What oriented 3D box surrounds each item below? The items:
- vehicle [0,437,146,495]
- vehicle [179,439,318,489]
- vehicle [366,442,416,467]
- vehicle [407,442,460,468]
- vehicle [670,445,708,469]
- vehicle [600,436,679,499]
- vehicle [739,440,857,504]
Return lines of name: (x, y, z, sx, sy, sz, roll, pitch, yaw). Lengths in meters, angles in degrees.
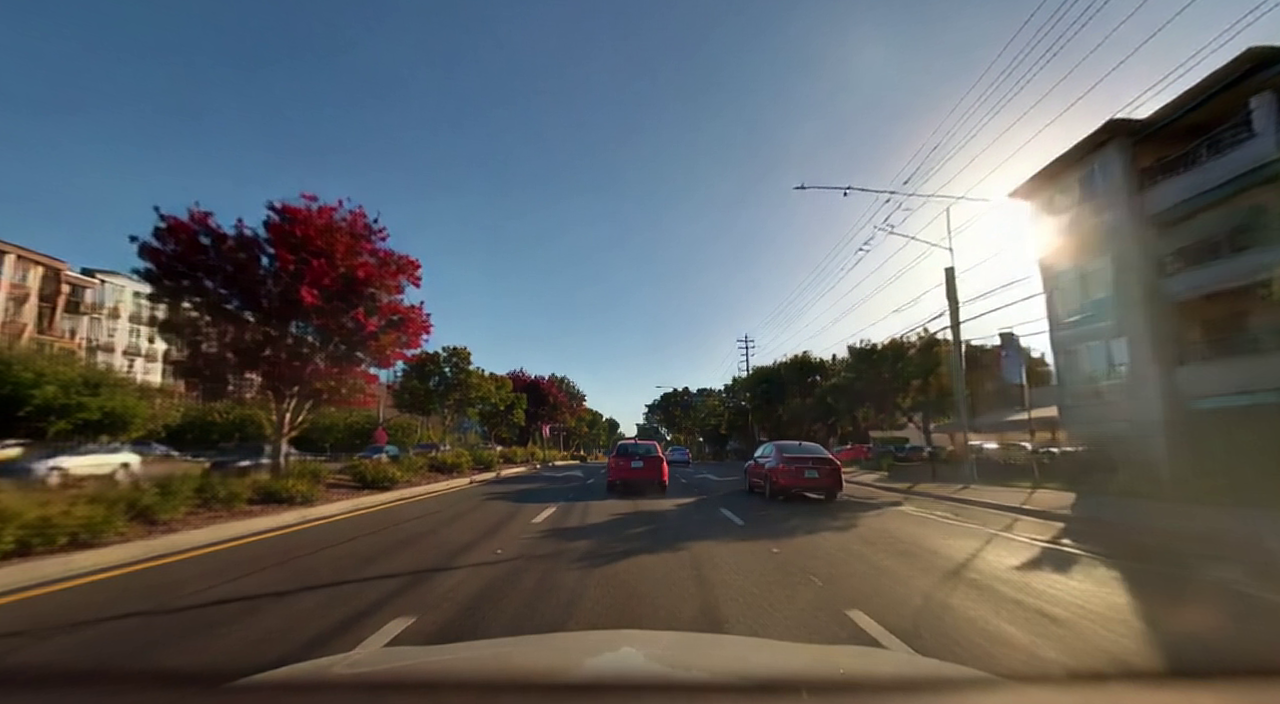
vehicle: (-17.153, 3.255, 18.437, 1.873, 1.459, 4.447, 0, -8, 0)
vehicle: (-13.479, 3.863, 22.177, 1.981, 1.572, 4.575, 0, -8, -1)
vehicle: (-17.869, 7.329, 45.512, 1.822, 1.695, 4.329, 0, -8, -1)
vehicle: (-13.674, 6.864, 42.207, 1.982, 1.639, 4.553, 0, -8, 0)
vehicle: (3.193, 6.900, 41.610, 2.054, 1.461, 4.321, 0, -8, -1)
vehicle: (-0.056, 3.302, 18.477, 2.073, 1.606, 3.933, 0, -8, -1)
vehicle: (4.194, 3.249, 17.610, 2.086, 1.534, 4.351, 0, -8, -1)
